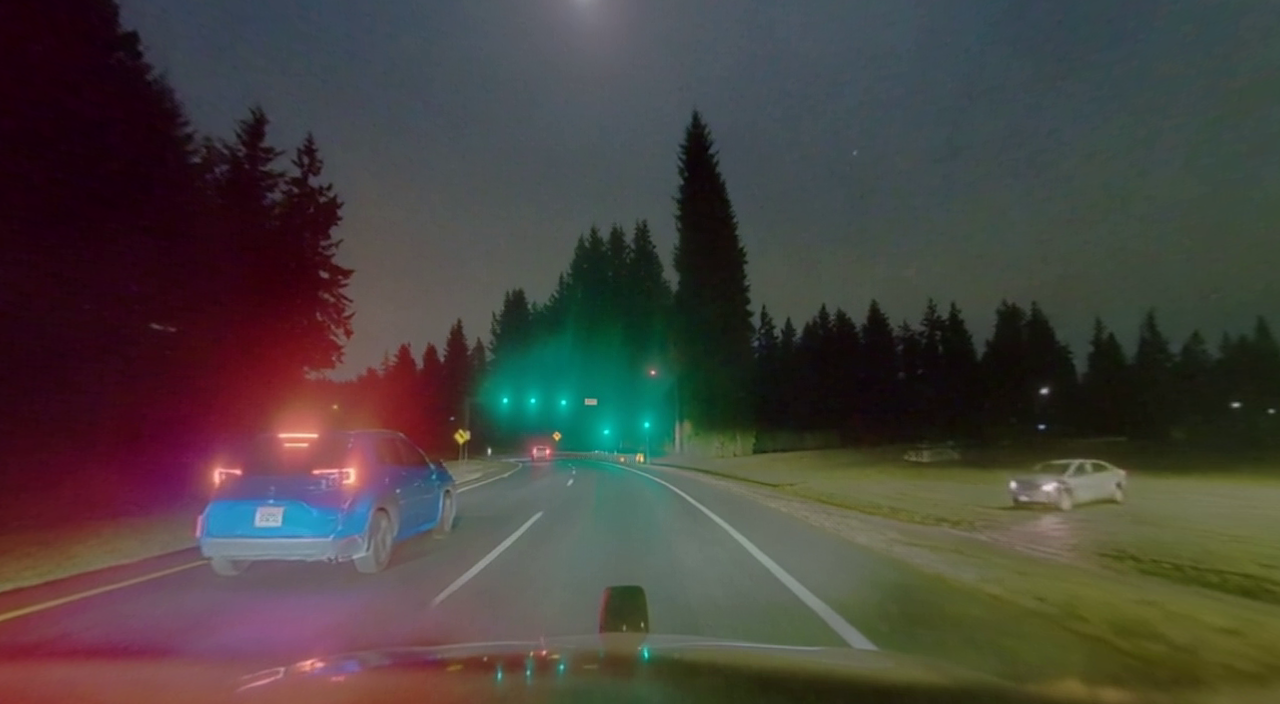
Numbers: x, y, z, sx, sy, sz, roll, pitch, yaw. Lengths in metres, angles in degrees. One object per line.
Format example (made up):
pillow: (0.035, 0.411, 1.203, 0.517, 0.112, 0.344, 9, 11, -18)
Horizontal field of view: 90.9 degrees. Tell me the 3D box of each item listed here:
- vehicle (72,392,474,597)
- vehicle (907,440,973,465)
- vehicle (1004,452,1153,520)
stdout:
vehicle: (-4.015, 1.651, 8.319, 2.336, 1.857, 4.986, 0, -8, -1)
vehicle: (20.224, 6.749, 42.406, 4.141, 1.451, 1.720, 2, -9, -27)
vehicle: (11.772, 3.461, 16.816, 4.621, 1.457, 2.045, 7, -11, -40)
